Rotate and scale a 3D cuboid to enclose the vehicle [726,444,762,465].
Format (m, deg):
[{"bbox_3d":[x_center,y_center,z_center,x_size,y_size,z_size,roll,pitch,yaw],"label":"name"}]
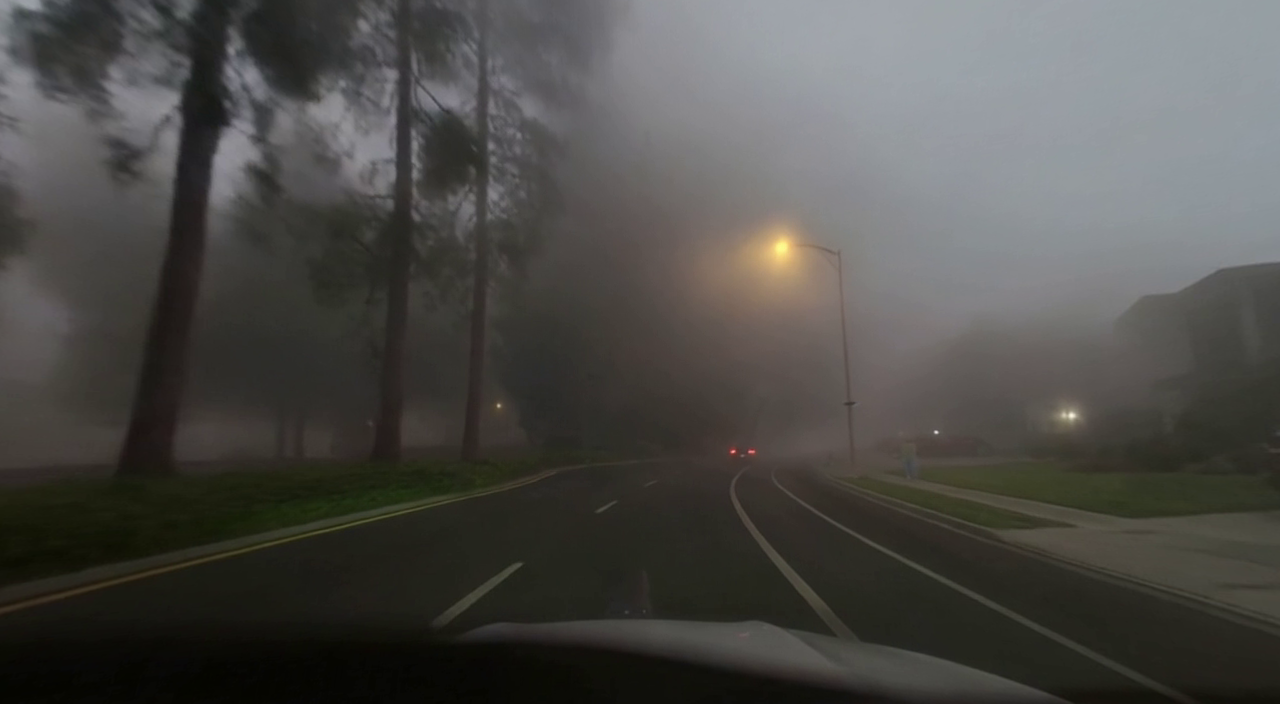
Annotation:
[{"bbox_3d":[7.608,7.429,45.859,2.050,1.456,4.003,-2,-9,16],"label":"vehicle"}]

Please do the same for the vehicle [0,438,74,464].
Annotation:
[{"bbox_3d":[-43.319,6.979,44.479,4.804,1.726,2.274,-1,-8,7],"label":"vehicle"}]

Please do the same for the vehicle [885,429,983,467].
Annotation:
[{"bbox_3d":[16.907,5.552,36.544,4.672,2.044,2.248,-3,-7,14],"label":"vehicle"}]
